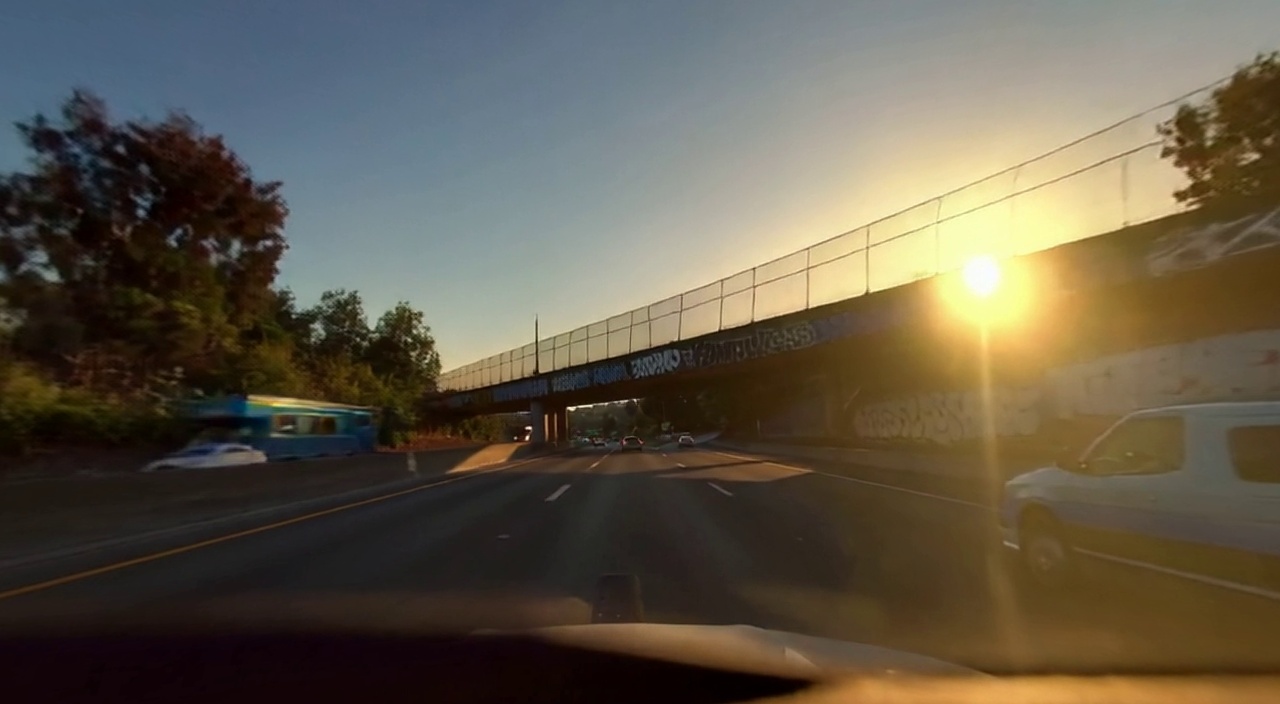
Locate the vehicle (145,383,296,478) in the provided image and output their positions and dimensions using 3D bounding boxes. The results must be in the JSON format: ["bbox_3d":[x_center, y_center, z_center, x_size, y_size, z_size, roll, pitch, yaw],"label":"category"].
[{"bbox_3d":[-19.081,3.646,29.254,2.964,3.949,5.876,0,-8,-2],"label":"vehicle"}]
